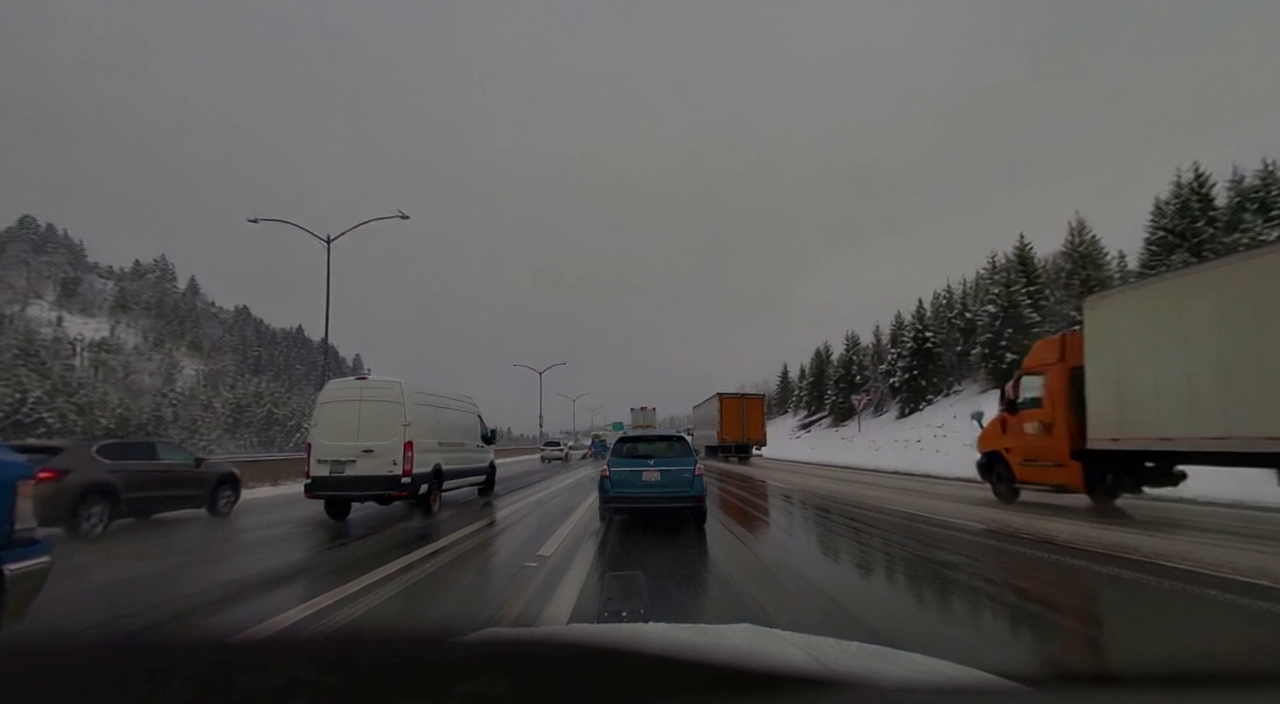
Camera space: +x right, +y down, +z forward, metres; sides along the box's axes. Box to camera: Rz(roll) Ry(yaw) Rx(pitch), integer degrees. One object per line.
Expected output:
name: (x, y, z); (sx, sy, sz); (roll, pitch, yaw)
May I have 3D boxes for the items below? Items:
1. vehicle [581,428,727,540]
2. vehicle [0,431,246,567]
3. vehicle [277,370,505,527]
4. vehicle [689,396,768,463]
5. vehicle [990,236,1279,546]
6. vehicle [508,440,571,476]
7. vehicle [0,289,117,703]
vehicle: (0.150, 2.111, 10.695); (2.003, 1.499, 3.930); (0, -8, -1)
vehicle: (-7.889, 1.845, 8.533); (1.968, 1.459, 4.737); (-1, -8, 2)
vehicle: (-4.655, 1.980, 13.158); (2.300, 2.522, 5.701); (0, -8, 1)
vehicle: (6.318, 6.202, 48.766); (2.989, 4.277, 16.586); (0, -8, -3)
vehicle: (9.890, 0.344, 7.131); (2.977, 3.878, 11.111); (2, -9, -18)
vehicle: (-4.416, 4.746, 28.417); (2.007, 1.457, 4.447); (0, -8, 1)
vehicle: (-4.295, 0.430, 1.015); (2.195, 2.086, 5.445); (0, -8, 0)
